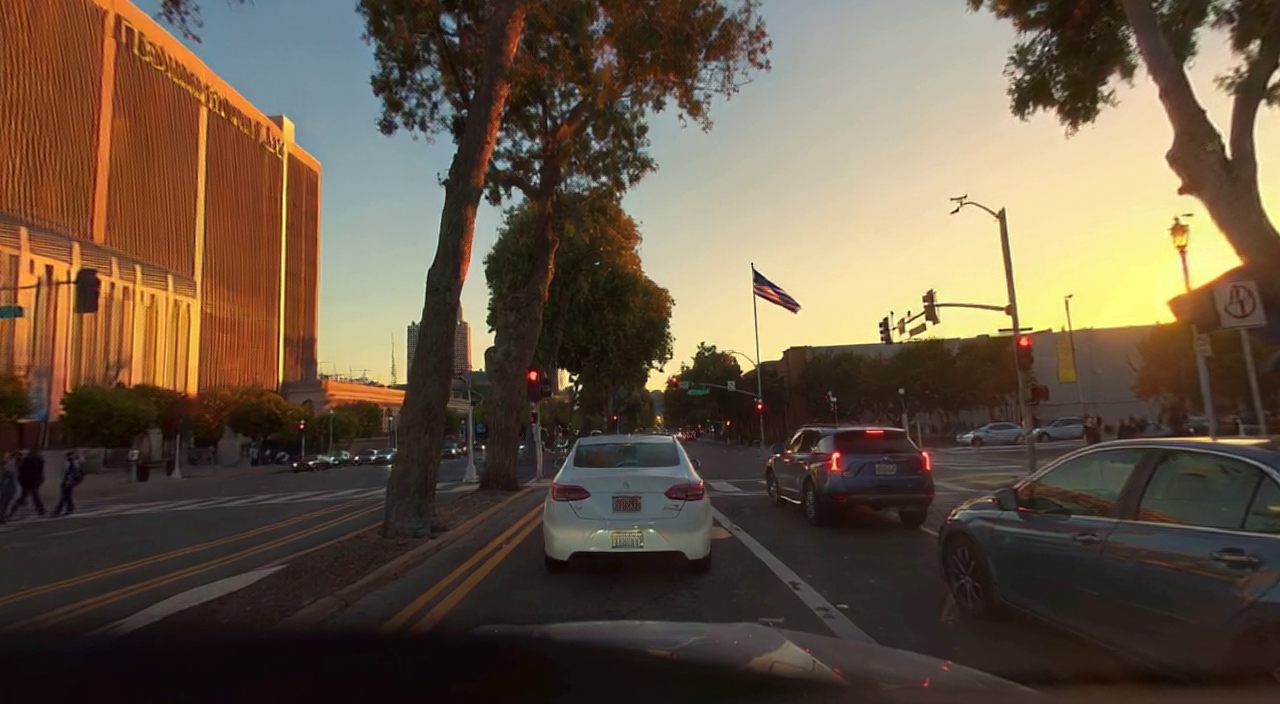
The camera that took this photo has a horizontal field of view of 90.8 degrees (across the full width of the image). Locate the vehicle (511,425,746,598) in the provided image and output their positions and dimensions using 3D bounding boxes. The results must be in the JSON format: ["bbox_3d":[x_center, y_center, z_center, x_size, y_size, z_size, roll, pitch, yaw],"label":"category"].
[{"bbox_3d":[-0.104,1.706,7.583,2.096,1.521,3.747,0,-8,0],"label":"vehicle"}]

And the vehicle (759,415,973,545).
[{"bbox_3d":[3.506,2.084,10.947,1.978,1.738,4.599,0,-8,0],"label":"vehicle"}]

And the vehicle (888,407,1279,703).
[{"bbox_3d":[3.383,1.183,4.012,1.833,1.465,4.258,0,-8,-1],"label":"vehicle"}]
